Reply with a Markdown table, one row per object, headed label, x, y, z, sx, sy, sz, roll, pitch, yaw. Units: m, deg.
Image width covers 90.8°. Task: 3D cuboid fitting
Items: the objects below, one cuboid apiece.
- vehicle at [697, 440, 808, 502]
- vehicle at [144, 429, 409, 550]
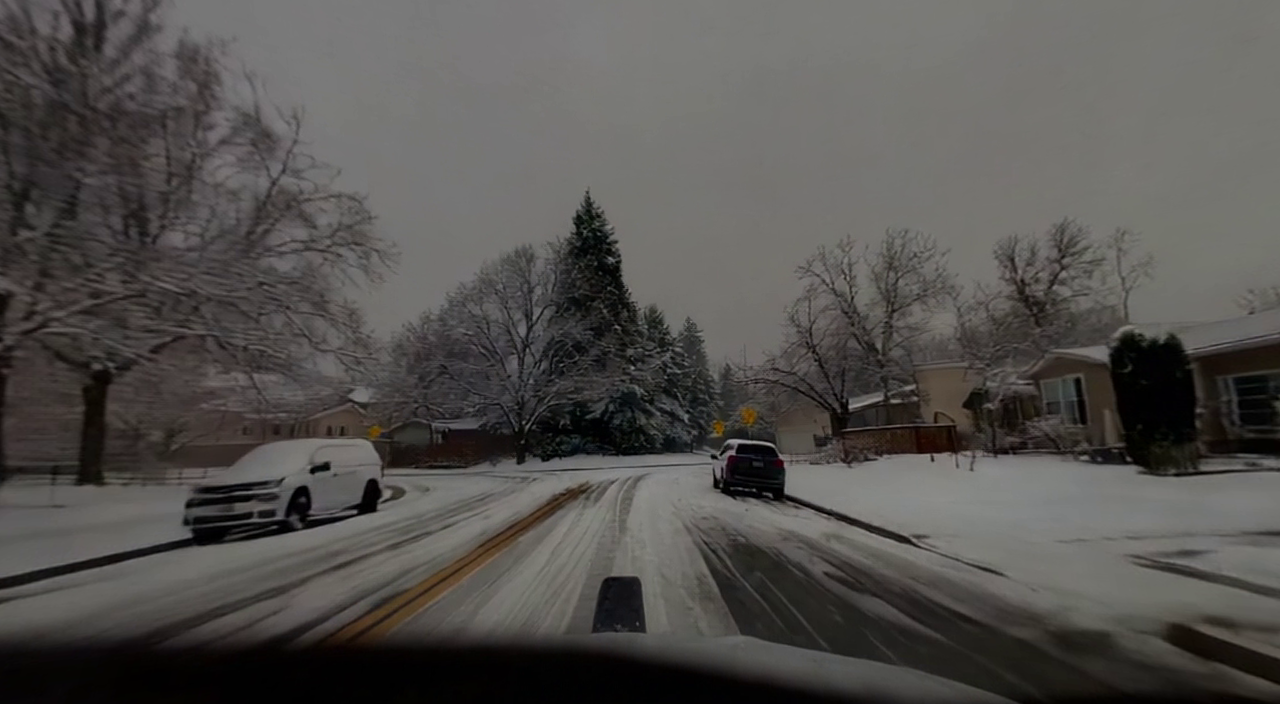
| label | x | y | z | sx | sy | sz | roll | pitch | yaw |
| --- | --- | --- | --- | --- | --- | --- | --- | --- | --- |
| vehicle | 2.968 | 3.258 | 17.767 | 2.167 | 1.479 | 4.597 | 0 | -9 | -1 |
| vehicle | -6.928 | 2.649 | 13.119 | 2.225 | 1.817 | 5.731 | -3 | -8 | -1 |
